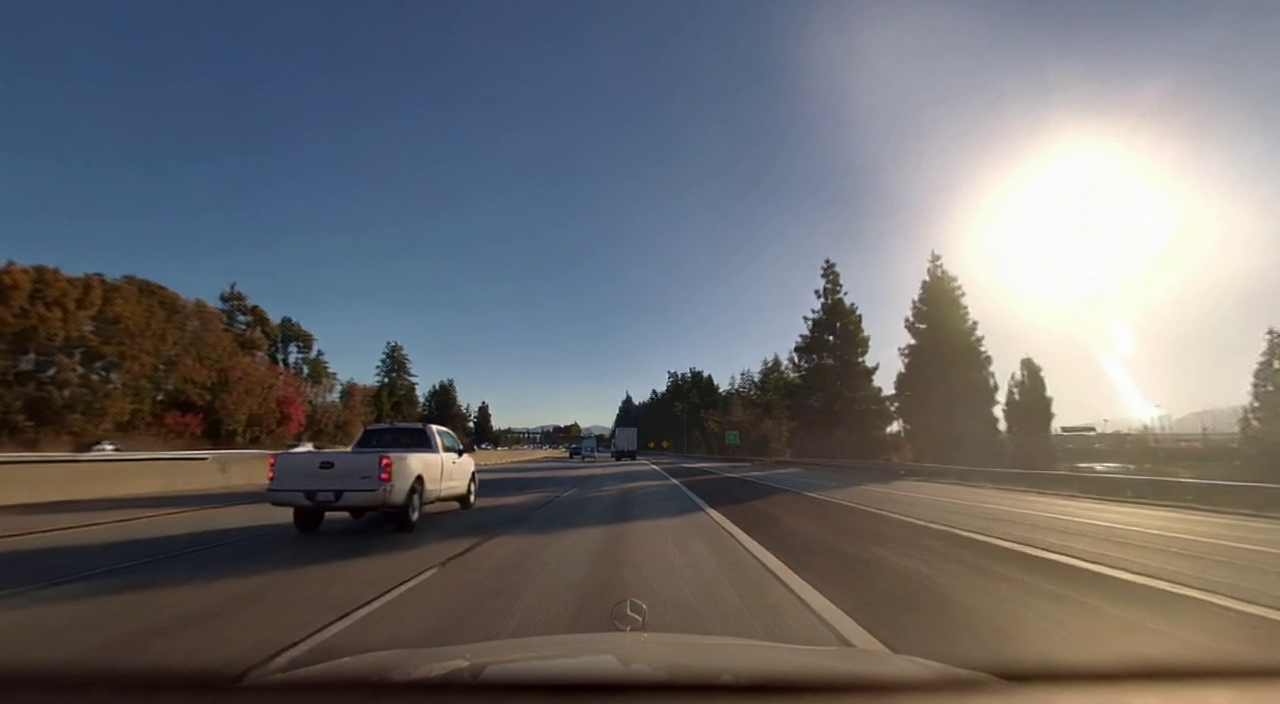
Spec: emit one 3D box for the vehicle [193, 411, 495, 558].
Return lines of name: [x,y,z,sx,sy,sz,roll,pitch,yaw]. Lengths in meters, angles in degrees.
vehicle: [-4.133,1.979,10.119,2.316,1.731,5.126,0,-9,1]
